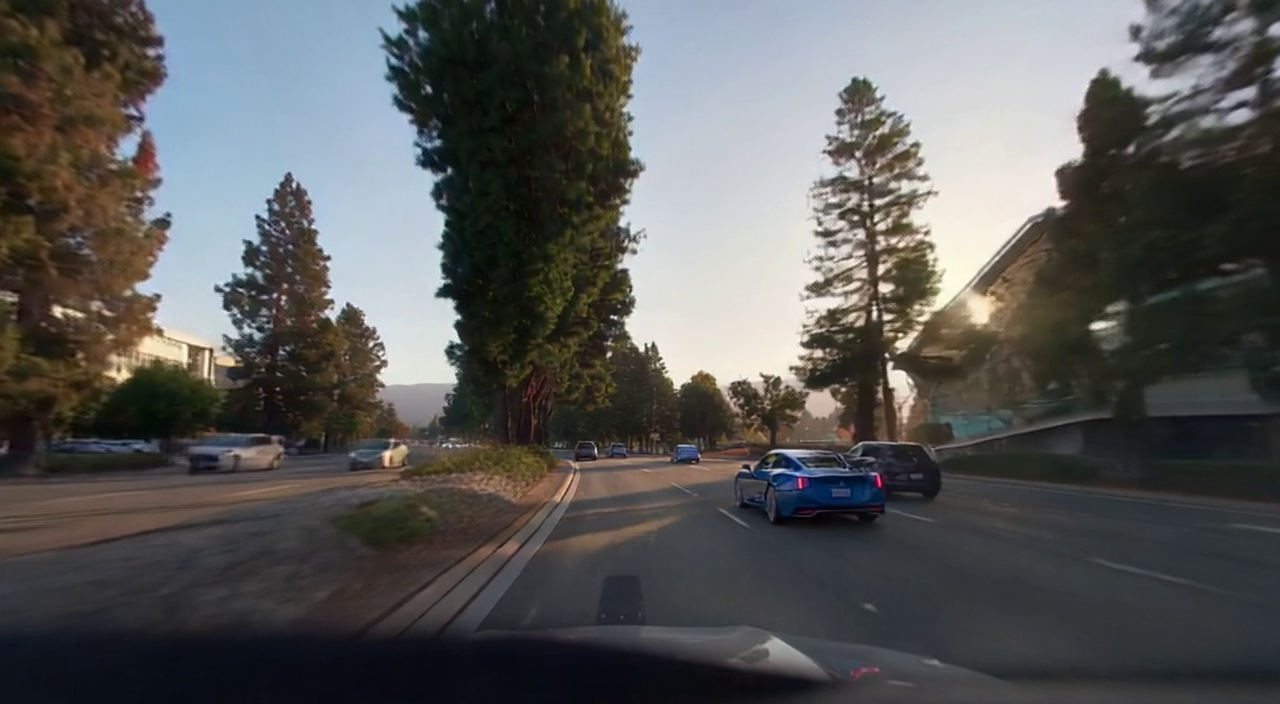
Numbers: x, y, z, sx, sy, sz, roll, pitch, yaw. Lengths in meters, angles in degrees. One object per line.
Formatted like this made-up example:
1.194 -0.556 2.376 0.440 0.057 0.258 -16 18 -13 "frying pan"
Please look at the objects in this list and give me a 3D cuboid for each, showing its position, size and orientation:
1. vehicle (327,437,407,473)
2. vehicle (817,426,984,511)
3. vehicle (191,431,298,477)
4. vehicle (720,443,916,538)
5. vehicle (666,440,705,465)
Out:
-12.361 4.685 28.924 1.921 1.472 4.550 1 -8 -4 "vehicle"
6.048 2.746 15.355 1.987 1.730 4.373 0 -8 -3 "vehicle"
-15.805 4.089 25.543 1.980 1.683 3.956 1 -8 -5 "vehicle"
2.861 2.332 11.364 1.990 1.347 4.388 1 -8 -4 "vehicle"
3.172 7.143 45.144 1.931 1.685 4.054 1 -9 -8 "vehicle"
